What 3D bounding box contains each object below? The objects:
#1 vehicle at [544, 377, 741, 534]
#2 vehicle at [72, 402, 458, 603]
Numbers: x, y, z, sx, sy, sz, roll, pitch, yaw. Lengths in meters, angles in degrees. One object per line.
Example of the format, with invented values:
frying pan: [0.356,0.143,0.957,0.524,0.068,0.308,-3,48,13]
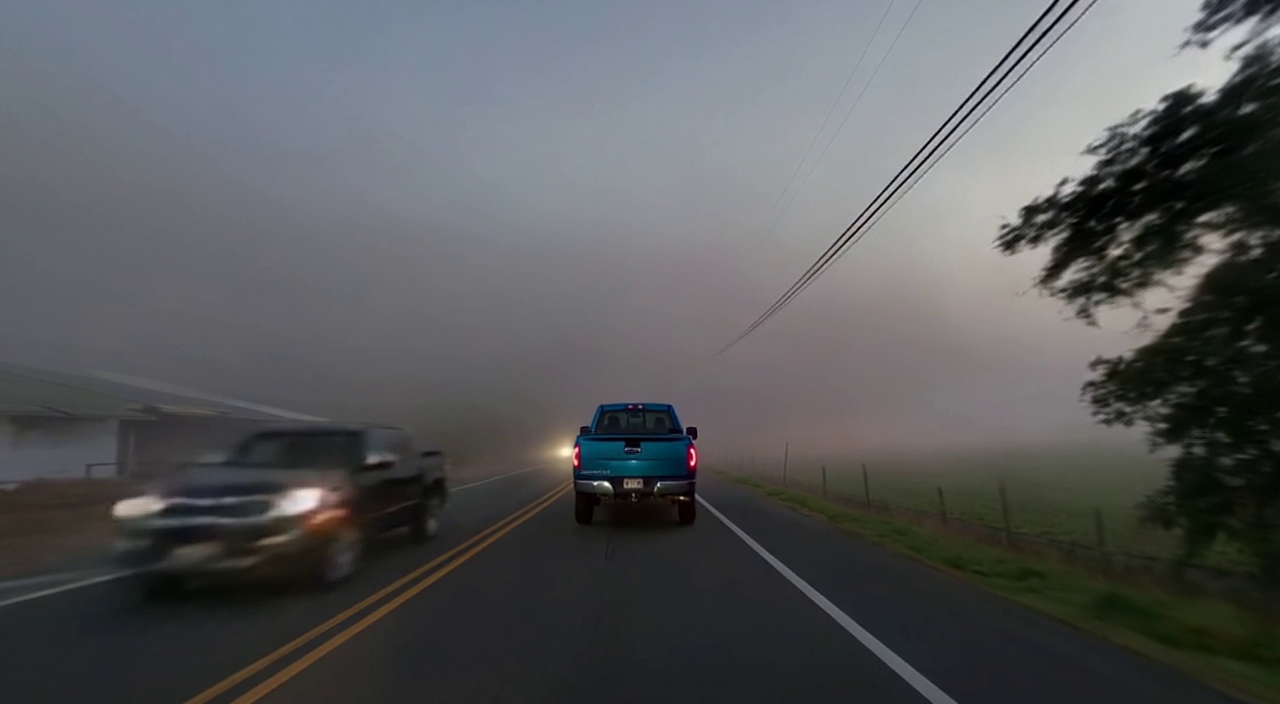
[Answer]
vehicle: [-0.038,2.073,13.102,2.912,2.320,7.292,0,-8,-1]
vehicle: [-3.886,1.625,7.692,2.051,1.735,4.259,0,-8,0]
